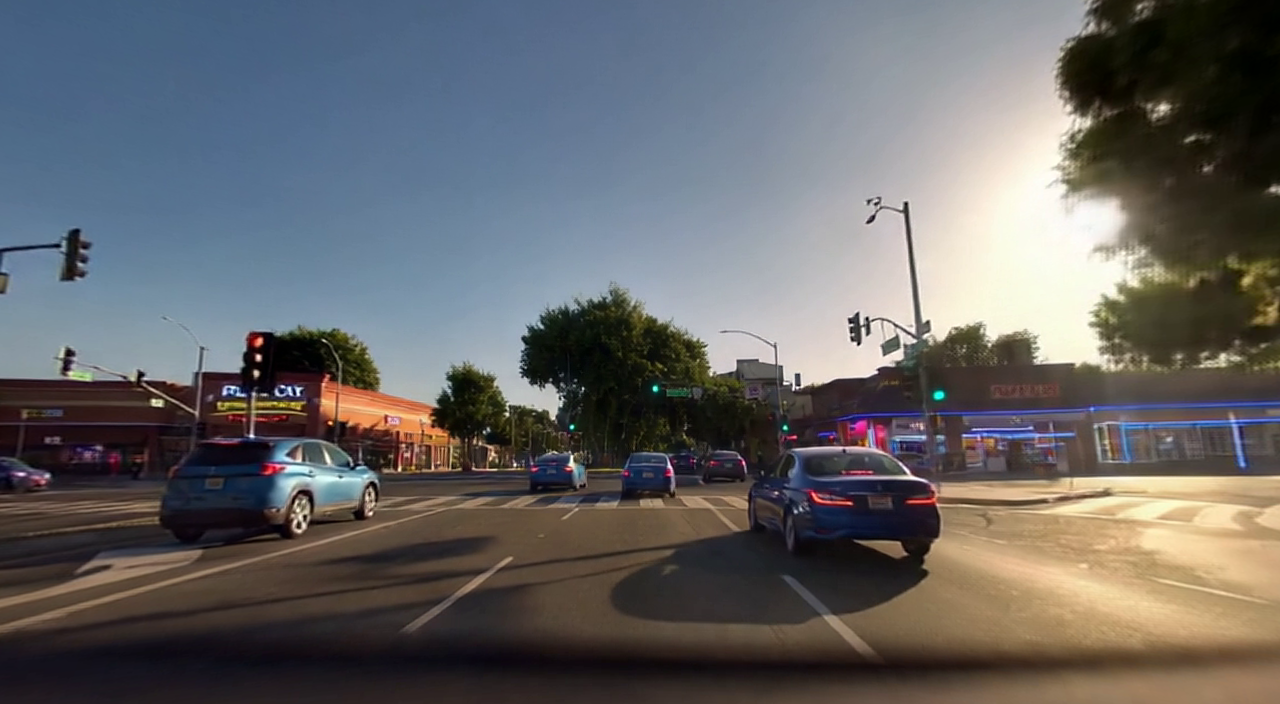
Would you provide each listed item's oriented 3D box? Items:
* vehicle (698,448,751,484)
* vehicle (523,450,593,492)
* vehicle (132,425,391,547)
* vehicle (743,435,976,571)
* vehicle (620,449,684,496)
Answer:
[{"bbox_3d":[3.883,5.304,29.735,1.931,1.552,4.125,0,-9,0],"label":"vehicle"},{"bbox_3d":[-3.180,4.723,25.365,2.040,1.471,4.211,-1,-9,3],"label":"vehicle"},{"bbox_3d":[-6.594,2.353,11.762,2.058,1.804,4.391,0,-9,0],"label":"vehicle"},{"bbox_3d":[2.819,2.016,9.244,1.946,1.513,4.133,0,-8,1],"label":"vehicle"},{"bbox_3d":[0.418,4.262,22.683,2.070,1.460,4.118,0,-8,1],"label":"vehicle"}]
